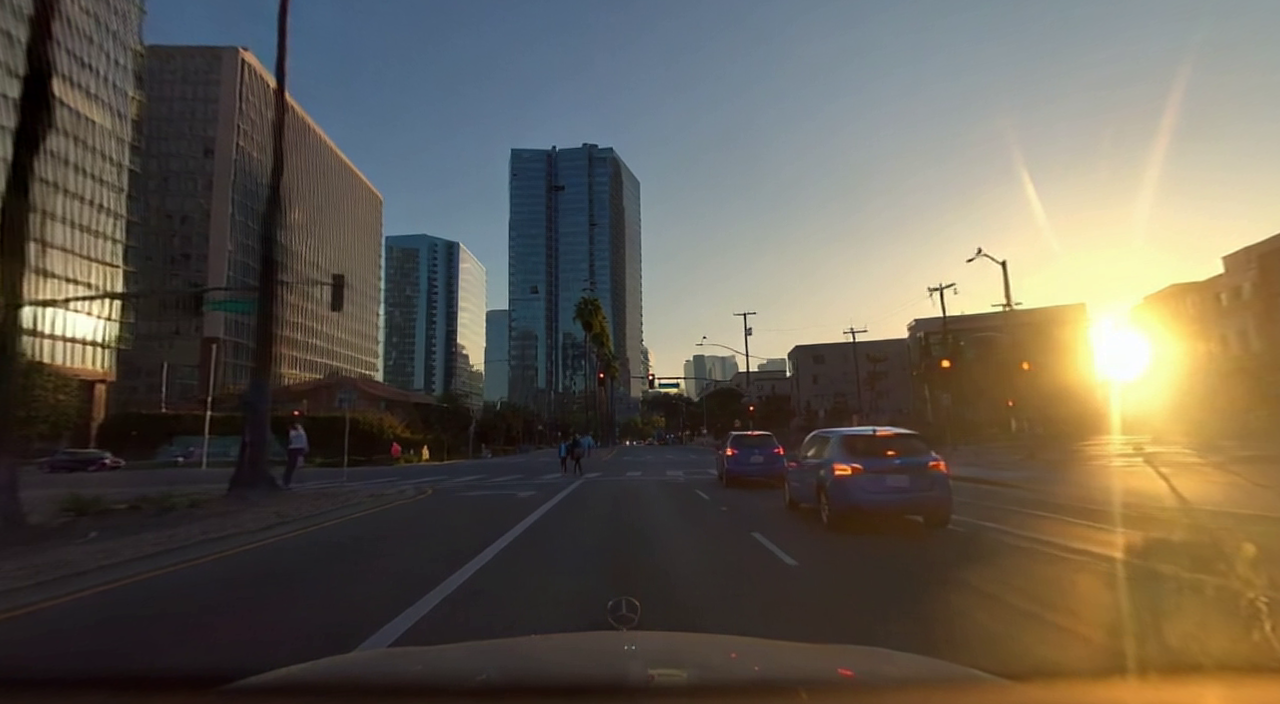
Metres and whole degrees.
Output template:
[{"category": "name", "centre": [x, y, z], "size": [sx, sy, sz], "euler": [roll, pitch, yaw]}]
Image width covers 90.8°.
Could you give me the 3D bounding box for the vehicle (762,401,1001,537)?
[{"category": "vehicle", "centre": [3.623, 1.886, 10.699], "size": [2.060, 1.756, 4.770], "euler": [0, -9, -1]}]

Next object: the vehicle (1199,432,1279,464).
[{"category": "vehicle", "centre": [30.286, 4.652, 30.709], "size": [4.398, 1.471, 1.955], "euler": [0, -8, -3]}]
